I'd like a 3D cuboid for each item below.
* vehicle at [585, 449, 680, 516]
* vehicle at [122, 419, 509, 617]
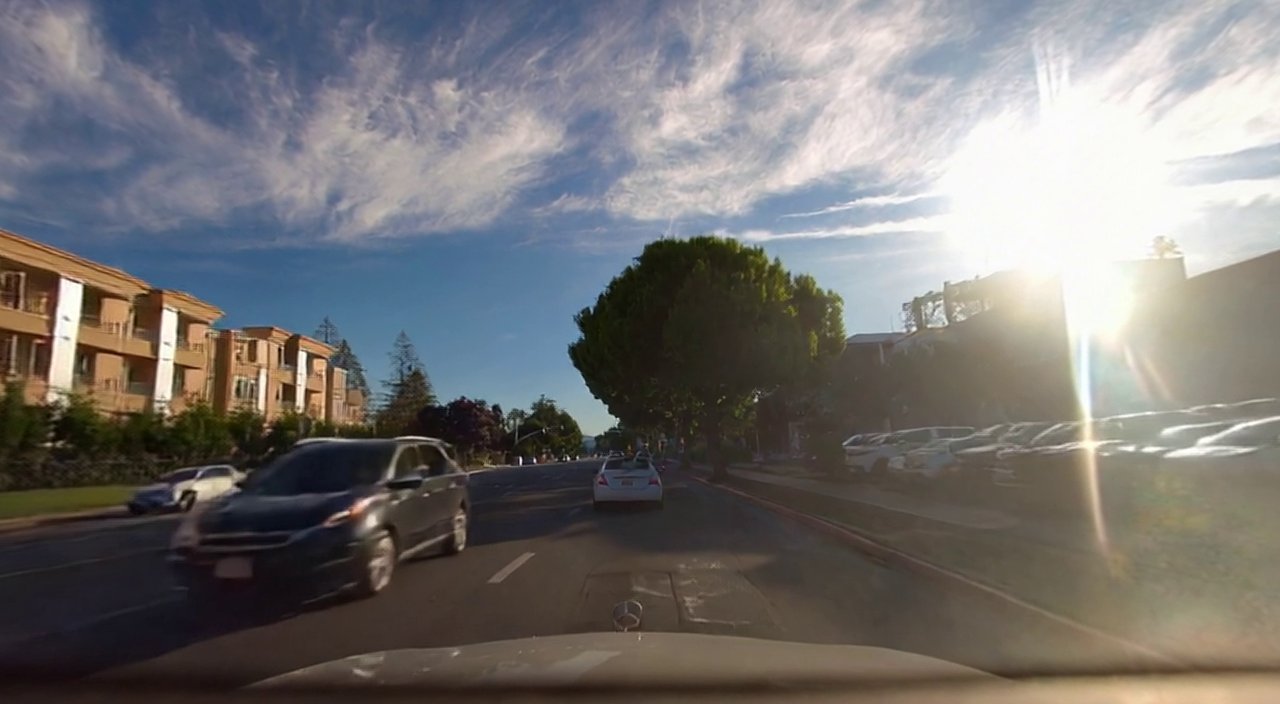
[{"bbox_3d":[-0.179,3.293,16.369,2.116,1.479,4.358,0,-10,0],"label":"vehicle"},{"bbox_3d":[-3.316,1.839,7.940,2.294,1.695,4.792,0,-10,0],"label":"vehicle"}]
